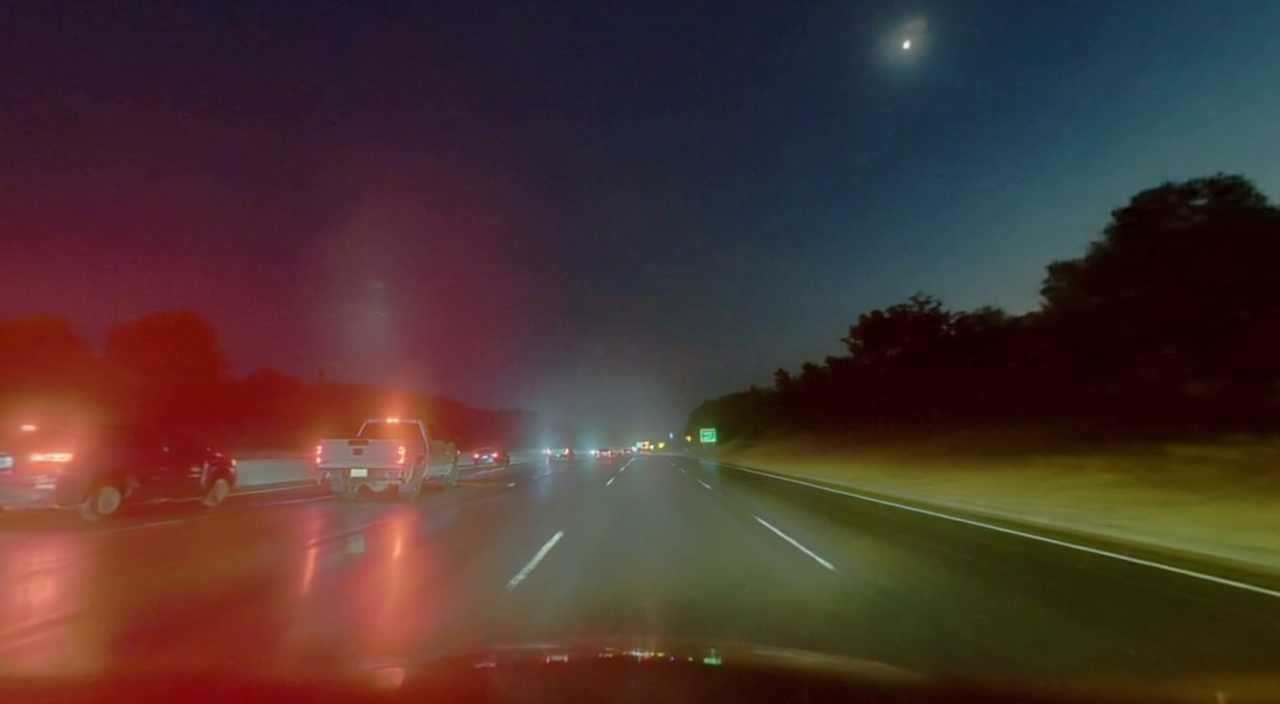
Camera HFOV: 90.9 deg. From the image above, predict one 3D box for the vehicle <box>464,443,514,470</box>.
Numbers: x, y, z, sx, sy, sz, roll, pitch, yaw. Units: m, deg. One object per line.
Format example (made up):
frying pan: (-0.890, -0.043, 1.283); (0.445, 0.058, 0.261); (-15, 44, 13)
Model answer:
vehicle: (-9.693, 6.723, 40.867); (2.060, 1.662, 4.469); (0, -8, 2)

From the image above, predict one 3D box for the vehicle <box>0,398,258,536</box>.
vehicle: (-10.332, 2.047, 11.772); (2.576, 1.922, 6.067); (0, -8, 0)

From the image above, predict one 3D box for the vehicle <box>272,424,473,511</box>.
vehicle: (-6.381, 2.856, 16.264); (2.403, 1.773, 6.276); (0, -8, 1)

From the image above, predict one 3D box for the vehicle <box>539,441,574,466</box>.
vehicle: (-6.156, 7.528, 46.948); (2.009, 1.735, 4.358); (0, -8, 0)
